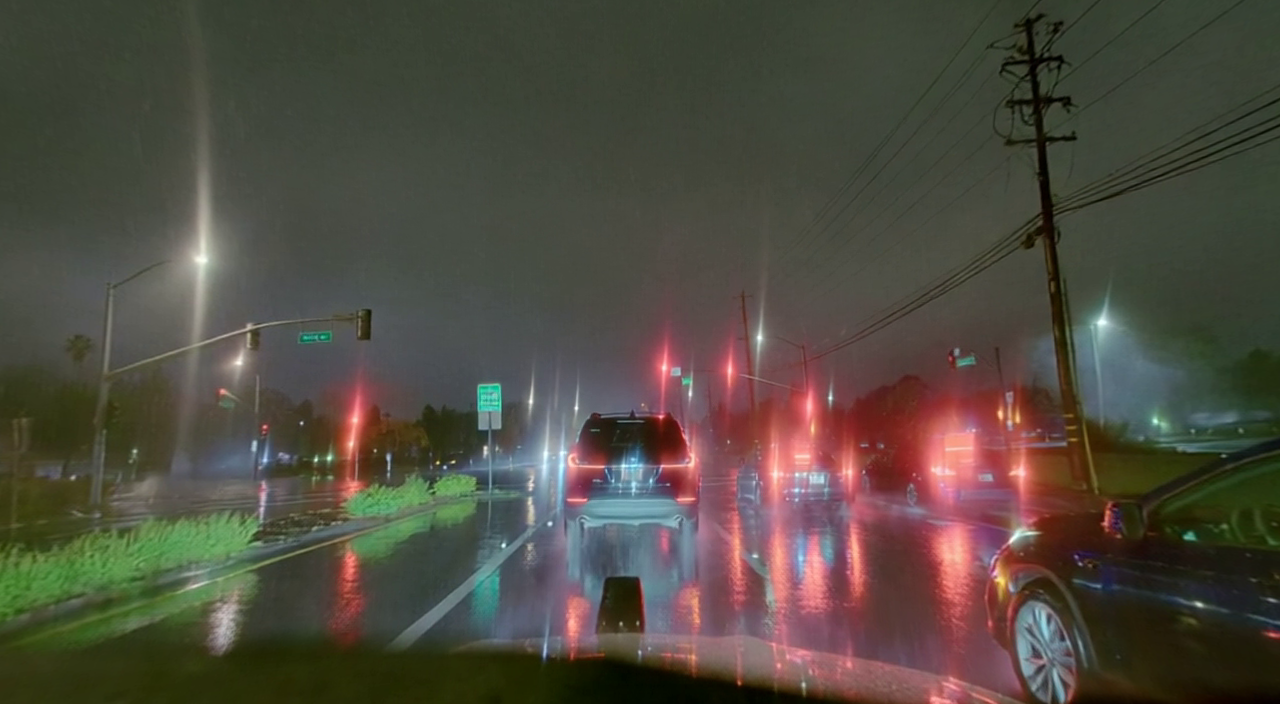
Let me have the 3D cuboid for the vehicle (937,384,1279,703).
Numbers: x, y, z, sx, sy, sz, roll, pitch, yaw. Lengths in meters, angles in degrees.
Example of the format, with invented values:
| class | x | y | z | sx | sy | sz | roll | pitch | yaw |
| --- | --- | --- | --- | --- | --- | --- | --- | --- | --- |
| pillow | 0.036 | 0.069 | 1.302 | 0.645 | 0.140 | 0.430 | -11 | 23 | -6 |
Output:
| class | x | y | z | sx | sy | sz | roll | pitch | yaw |
| --- | --- | --- | --- | --- | --- | --- | --- | --- | --- |
| vehicle | 2.727 | 0.778 | 1.414 | 2.004 | 1.460 | 4.297 | 0 | -8 | 0 |

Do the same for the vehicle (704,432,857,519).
| class | x | y | z | sx | sy | sz | roll | pitch | yaw |
| --- | --- | --- | --- | --- | --- | --- | --- | --- | --- |
| vehicle | 2.657 | 2.463 | 13.155 | 2.025 | 1.477 | 4.333 | 0 | -8 | -2 |

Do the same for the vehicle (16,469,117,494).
| class | x | y | z | sx | sy | sz | roll | pitch | yaw |
| --- | --- | --- | --- | --- | --- | --- | --- | --- | --- |
| vehicle | -38.342 | 8.675 | 42.331 | 4.569 | 1.505 | 1.992 | 1 | -9 | -5 |

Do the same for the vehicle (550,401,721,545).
| class | x | y | z | sx | sy | sz | roll | pitch | yaw |
| --- | --- | --- | --- | --- | --- | --- | --- | --- | --- |
| vehicle | -0.125 | 1.943 | 10.769 | 2.236 | 1.856 | 4.816 | 0 | -8 | -2 |
